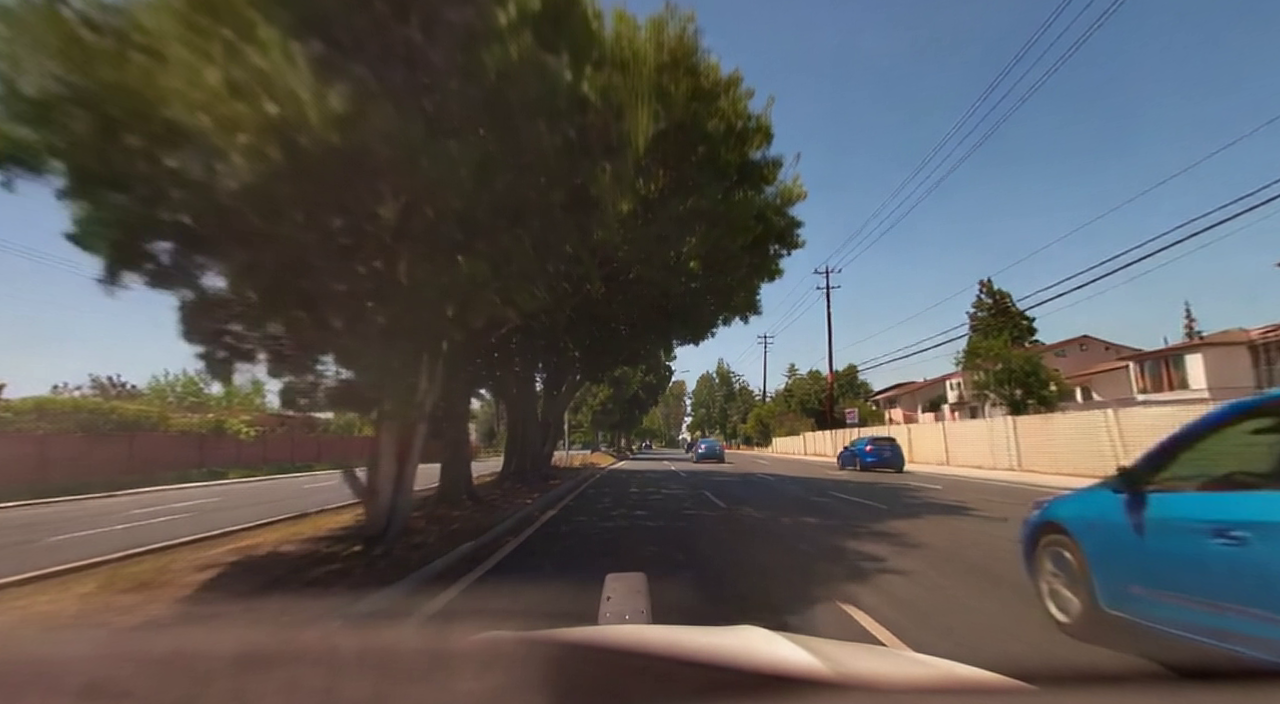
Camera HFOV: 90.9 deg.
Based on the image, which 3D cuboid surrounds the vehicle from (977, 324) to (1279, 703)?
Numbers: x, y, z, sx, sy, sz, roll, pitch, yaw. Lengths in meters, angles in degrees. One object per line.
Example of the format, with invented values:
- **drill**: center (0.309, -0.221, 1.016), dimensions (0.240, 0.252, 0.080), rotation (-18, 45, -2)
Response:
- **vehicle**: center (3.626, 0.757, 2.376), dimensions (2.176, 1.752, 4.628), rotation (0, -8, 1)

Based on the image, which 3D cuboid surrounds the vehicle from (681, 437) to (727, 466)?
- **vehicle**: center (3.489, 5.508, 34.952), dimensions (2.063, 1.481, 4.247), rotation (0, -8, 0)

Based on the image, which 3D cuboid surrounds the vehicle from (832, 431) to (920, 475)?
- **vehicle**: center (9.936, 4.294, 26.942), dimensions (1.978, 1.700, 4.461), rotation (0, -8, 0)
